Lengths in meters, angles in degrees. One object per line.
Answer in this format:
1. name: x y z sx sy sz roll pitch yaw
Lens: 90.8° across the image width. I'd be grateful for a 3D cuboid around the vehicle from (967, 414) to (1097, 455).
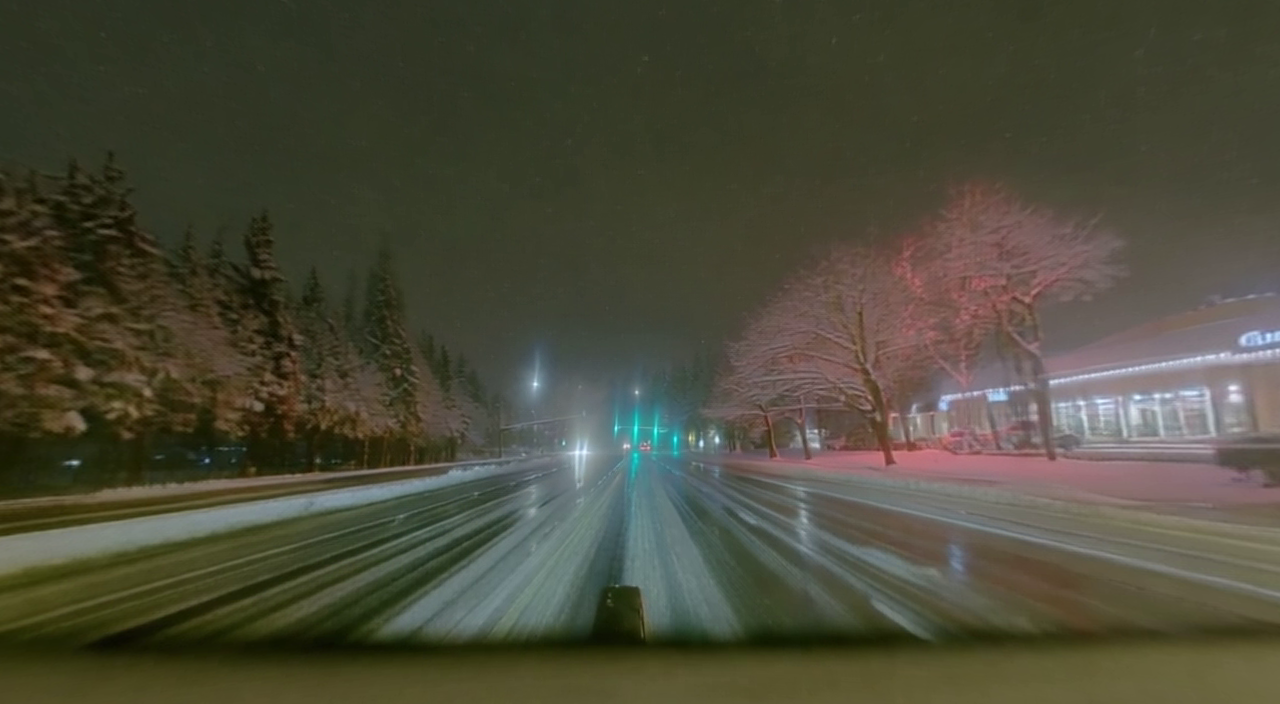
1. vehicle: 26.642 5.665 43.186 7.147 2.712 2.343 0 -8 1
